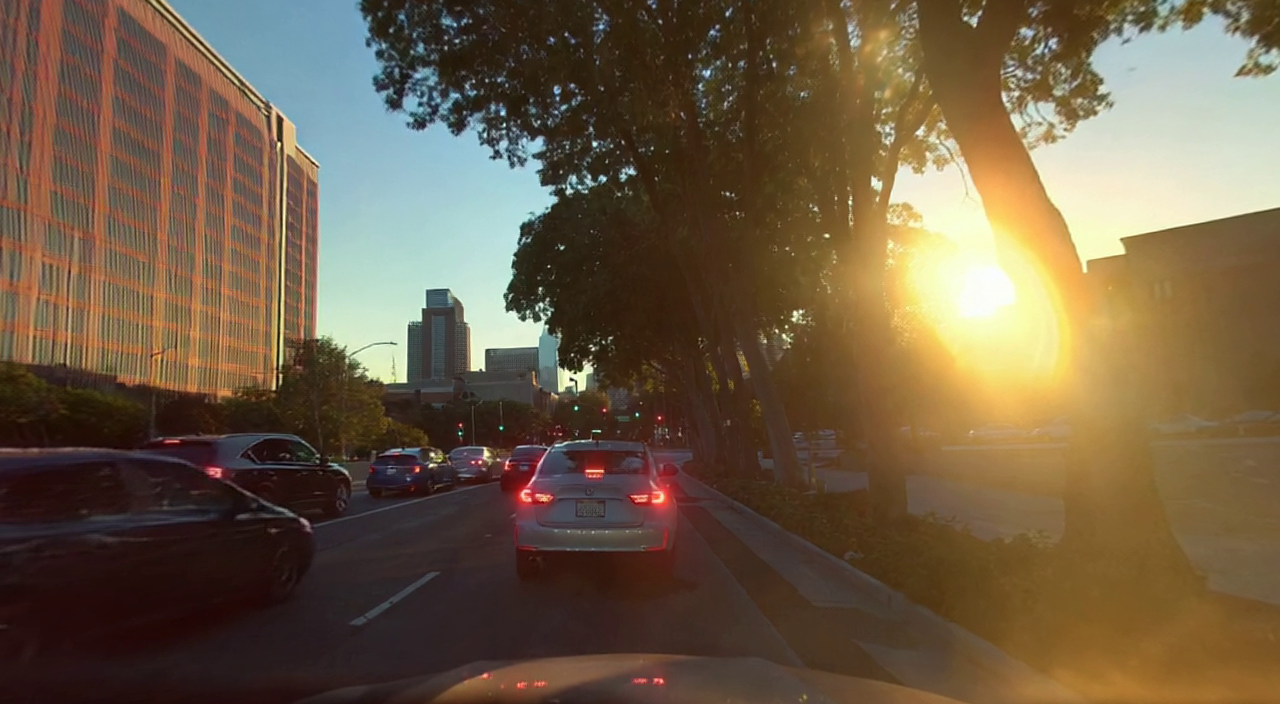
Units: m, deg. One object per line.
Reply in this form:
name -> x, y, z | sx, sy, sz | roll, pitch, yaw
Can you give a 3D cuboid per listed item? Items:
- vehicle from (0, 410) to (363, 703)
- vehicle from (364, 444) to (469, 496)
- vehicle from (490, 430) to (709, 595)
vehicle -> -3.984, 1.264, 4.467 | 1.913, 1.521, 4.539 | 0, -9, 1
vehicle -> -7.346, 3.890, 21.268 | 1.851, 1.532, 4.279 | 0, -9, 1
vehicle -> -0.394, 1.819, 8.014 | 2.066, 1.544, 3.954 | 0, -9, 0
